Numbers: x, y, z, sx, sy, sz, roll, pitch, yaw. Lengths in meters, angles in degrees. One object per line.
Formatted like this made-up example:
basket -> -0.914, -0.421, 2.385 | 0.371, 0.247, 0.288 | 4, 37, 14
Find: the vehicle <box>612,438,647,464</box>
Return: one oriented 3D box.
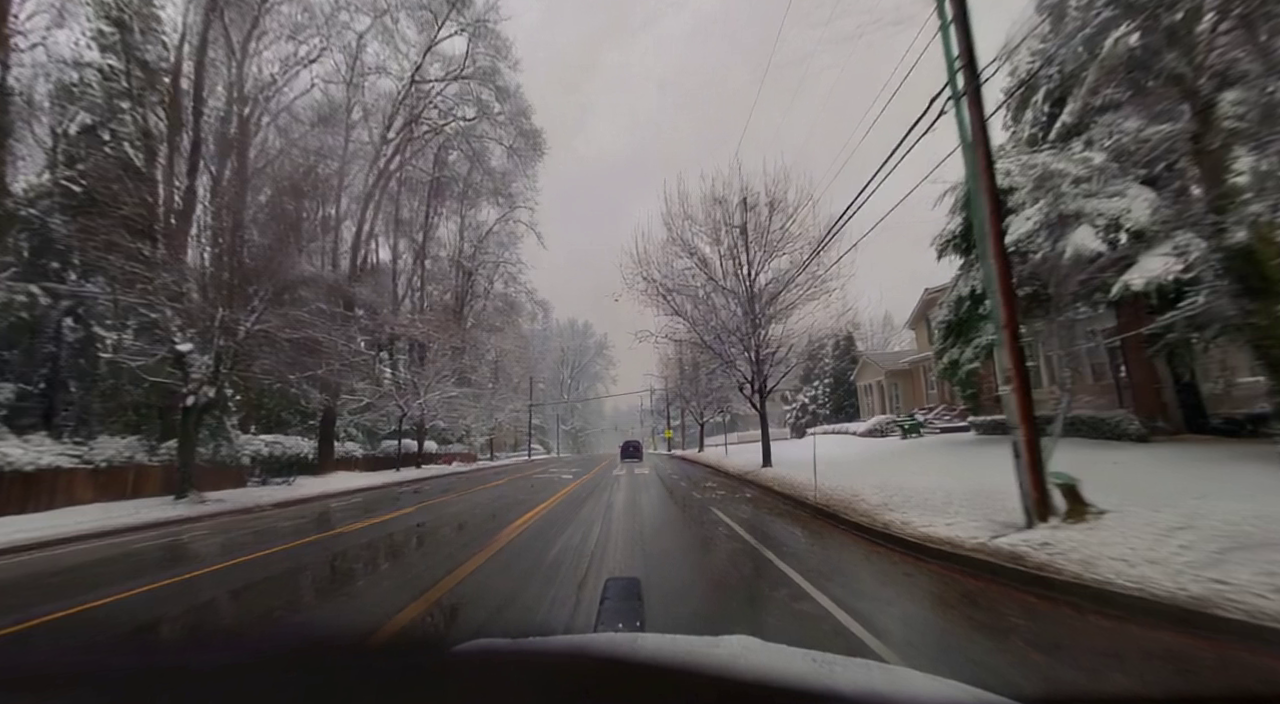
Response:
vehicle -> -0.686, 6.239, 39.927 | 2.104, 1.500, 3.815 | 0, -8, -1
